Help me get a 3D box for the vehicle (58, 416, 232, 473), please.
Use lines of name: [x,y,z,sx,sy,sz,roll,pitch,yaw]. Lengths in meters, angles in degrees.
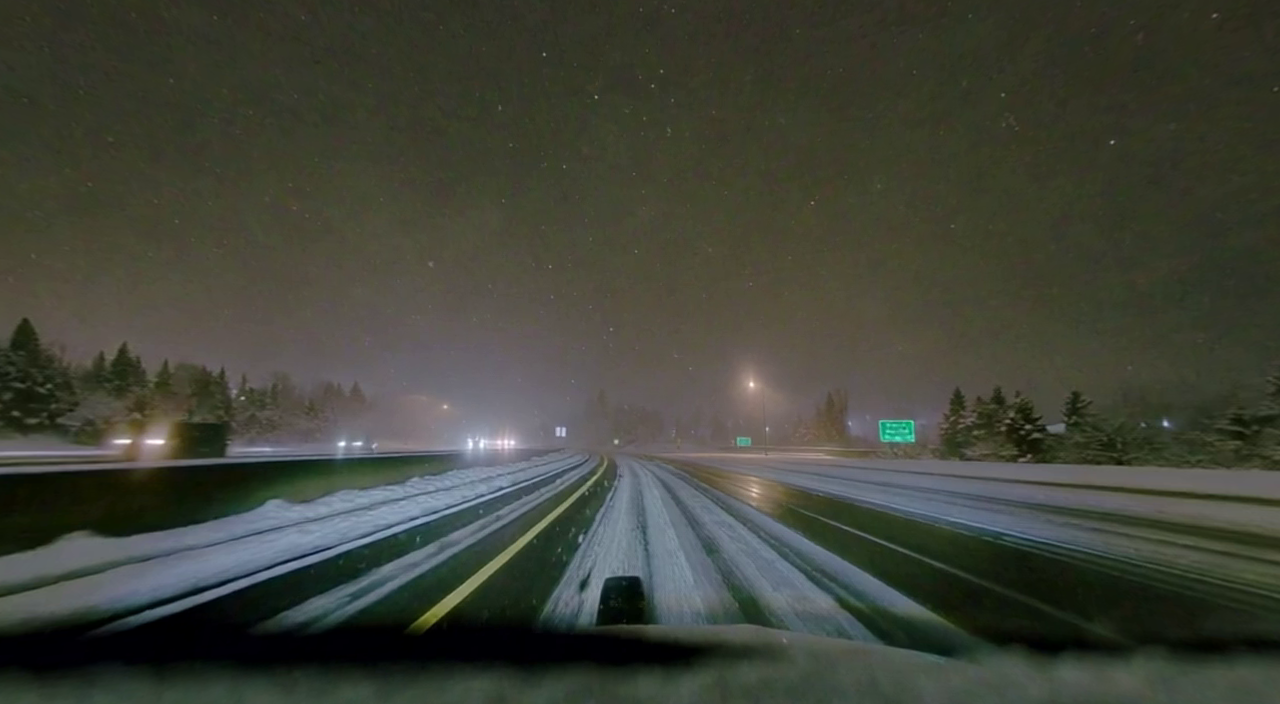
vehicle: [-17.301,3.303,22.480,2.288,1.800,4.812,0,-8,-1]
